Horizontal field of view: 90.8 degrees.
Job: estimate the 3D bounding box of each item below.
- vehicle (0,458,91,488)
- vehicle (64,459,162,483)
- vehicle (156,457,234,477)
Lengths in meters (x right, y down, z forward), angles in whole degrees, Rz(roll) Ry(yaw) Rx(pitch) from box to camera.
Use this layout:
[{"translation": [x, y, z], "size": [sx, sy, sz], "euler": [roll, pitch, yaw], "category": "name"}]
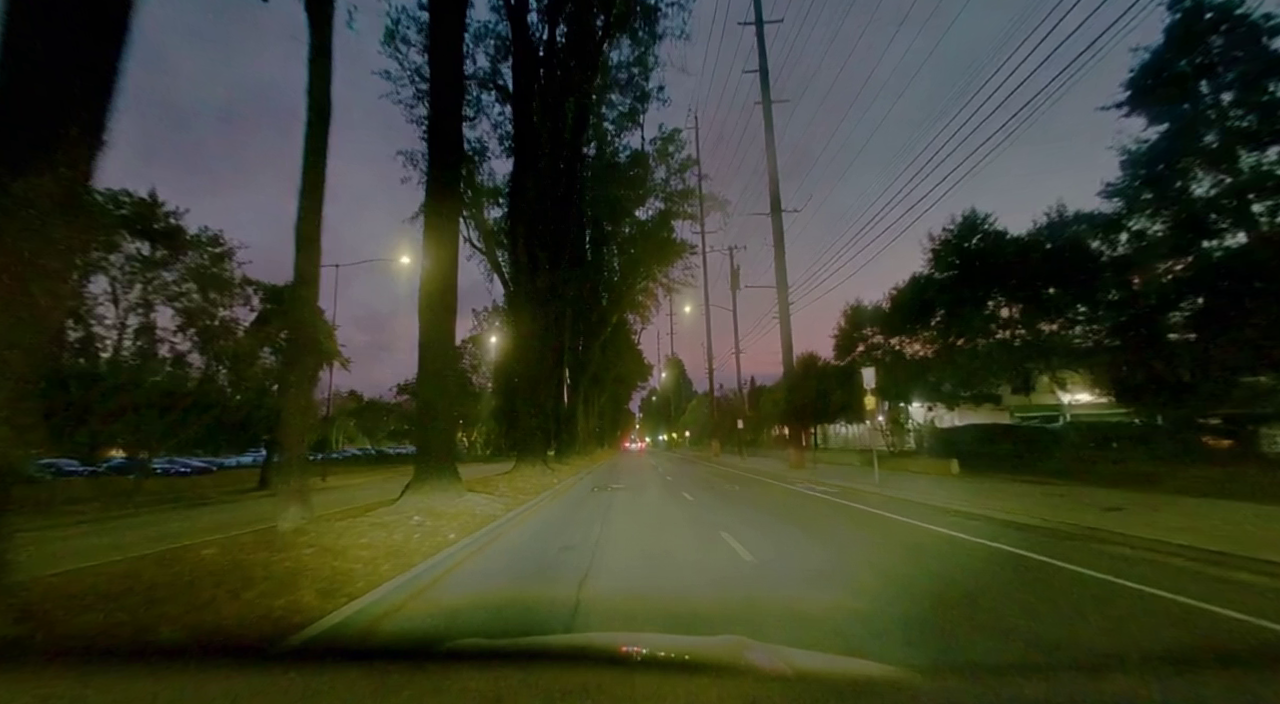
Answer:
[{"translation": [-33.945, 6.786, 35.550], "size": [4.280, 1.535, 1.888], "euler": [-1, -9, 0], "category": "vehicle"}, {"translation": [-33.939, 7.686, 40.783], "size": [4.581, 1.402, 1.921], "euler": [0, -8, -1], "category": "vehicle"}, {"translation": [-34.252, 8.845, 48.739], "size": [4.499, 1.448, 1.915], "euler": [0, -8, -3], "category": "vehicle"}]
